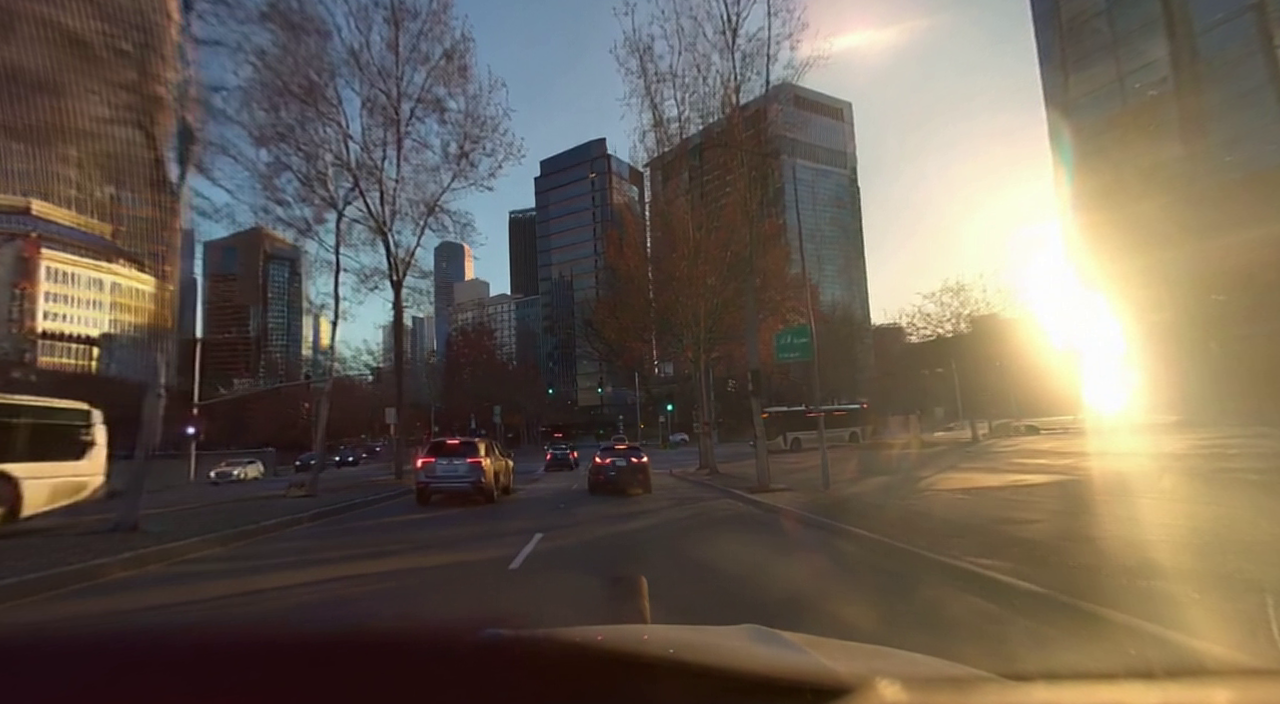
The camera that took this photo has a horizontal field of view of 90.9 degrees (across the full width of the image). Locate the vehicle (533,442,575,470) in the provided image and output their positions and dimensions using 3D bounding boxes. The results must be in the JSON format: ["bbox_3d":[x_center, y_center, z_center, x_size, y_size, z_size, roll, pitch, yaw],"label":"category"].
[{"bbox_3d":[-4.831,5.885,35.891,1.961,1.517,4.202,1,-9,-3],"label":"vehicle"}]

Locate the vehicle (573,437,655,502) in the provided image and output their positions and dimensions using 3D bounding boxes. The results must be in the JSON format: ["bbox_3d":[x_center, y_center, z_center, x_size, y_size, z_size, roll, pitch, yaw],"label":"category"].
[{"bbox_3d":[-0.683,3.074,16.826,1.933,1.504,3.802,1,-9,-2],"label":"vehicle"}]

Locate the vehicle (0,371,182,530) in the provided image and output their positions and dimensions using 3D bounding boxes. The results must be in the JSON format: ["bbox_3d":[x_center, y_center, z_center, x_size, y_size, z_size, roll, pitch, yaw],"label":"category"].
[{"bbox_3d":[-15.102,2.233,14.304,2.804,3.352,8.895,0,-9,-1],"label":"vehicle"}]

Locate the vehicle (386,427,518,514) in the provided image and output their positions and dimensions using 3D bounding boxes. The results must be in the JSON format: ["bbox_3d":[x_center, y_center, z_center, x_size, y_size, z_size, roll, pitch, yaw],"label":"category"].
[{"bbox_3d":[-3.940,2.541,13.903,1.848,1.641,3.686,0,-9,-2],"label":"vehicle"}]
